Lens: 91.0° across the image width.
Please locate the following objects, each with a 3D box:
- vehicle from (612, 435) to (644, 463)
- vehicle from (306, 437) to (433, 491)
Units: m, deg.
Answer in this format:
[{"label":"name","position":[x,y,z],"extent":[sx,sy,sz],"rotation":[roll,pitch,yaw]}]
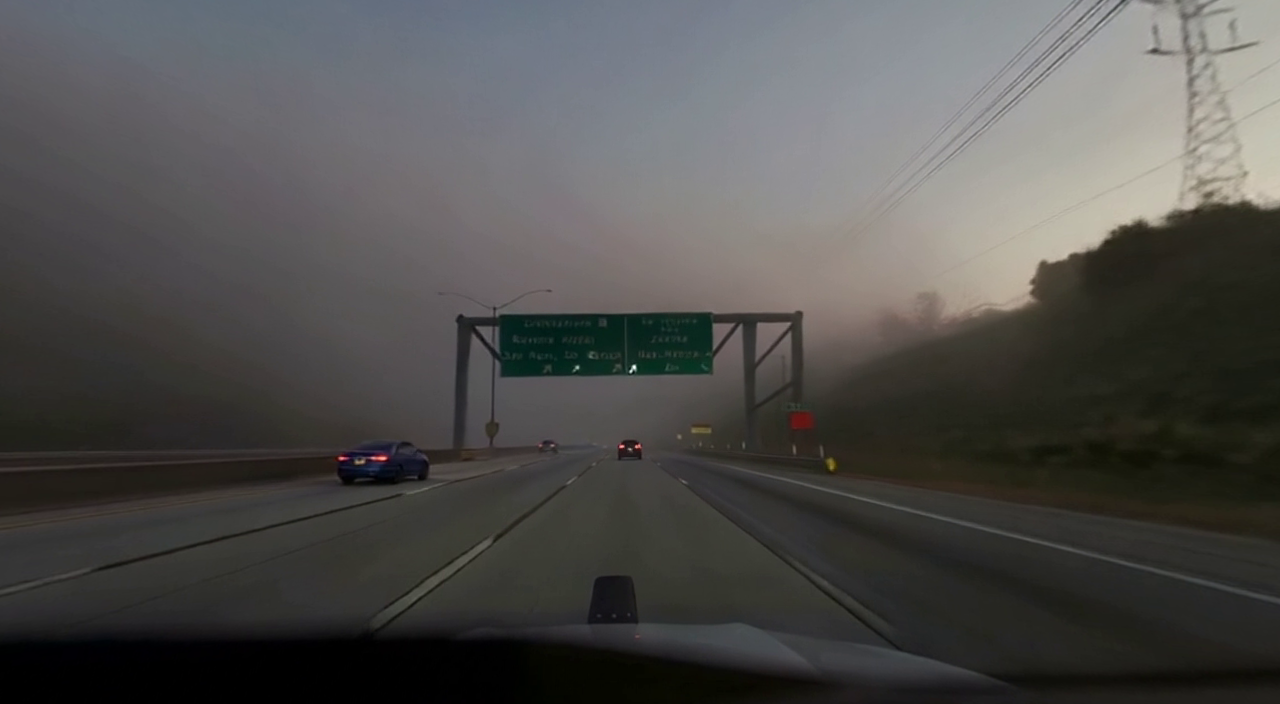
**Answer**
[{"label":"vehicle","position":[-0.802,6.358,41.365],"extent":[2.040,1.715,3.906],"rotation":[0,-8,-1]},{"label":"vehicle","position":[-7.970,3.318,19.092],"extent":[1.949,1.428,4.408],"rotation":[0,-8,-1]}]
